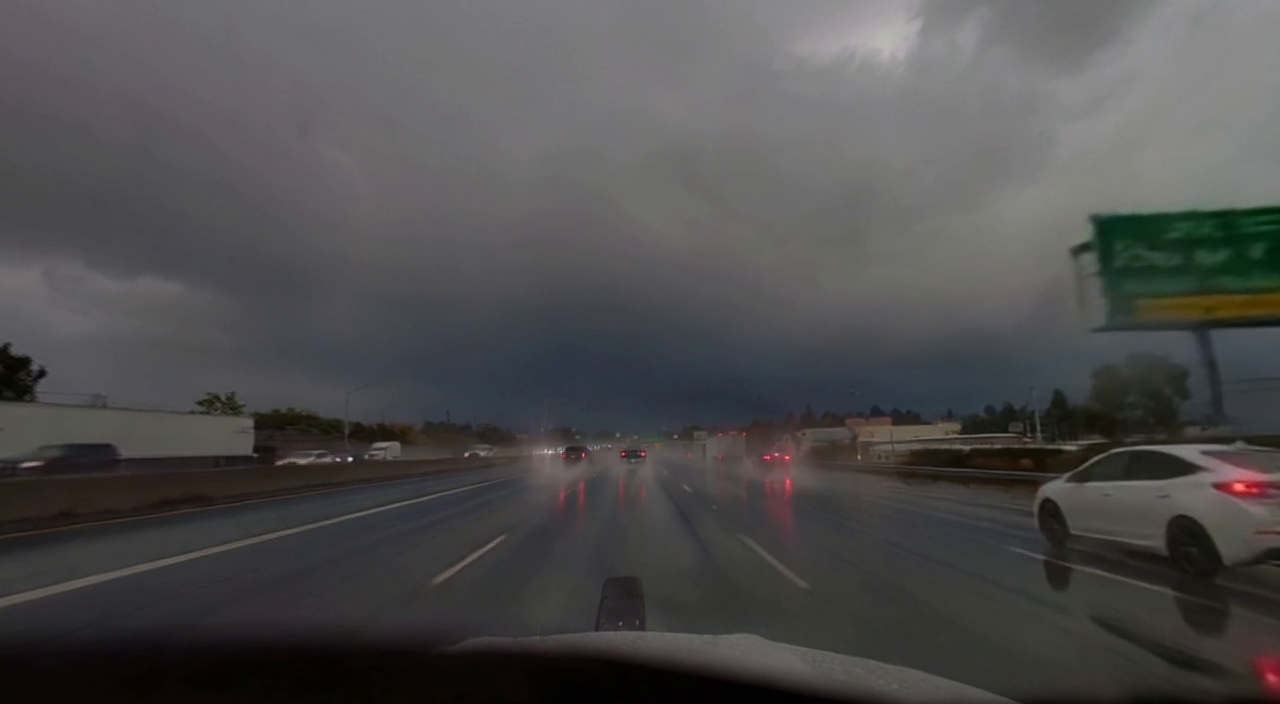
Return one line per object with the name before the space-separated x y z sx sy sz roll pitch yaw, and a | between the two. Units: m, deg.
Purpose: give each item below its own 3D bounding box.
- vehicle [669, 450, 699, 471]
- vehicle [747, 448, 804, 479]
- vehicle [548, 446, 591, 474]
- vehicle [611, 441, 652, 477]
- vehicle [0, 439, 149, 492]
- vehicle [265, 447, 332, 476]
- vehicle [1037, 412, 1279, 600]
vehicle | 3.074 7.662 44.712 1.816 1.353 3.809 0 -9 -1
vehicle | 6.810 5.632 32.196 1.879 1.428 4.402 0 -9 -1
vehicle | -4.307 6.663 39.354 2.126 1.631 4.643 0 -9 1
vehicle | -0.405 5.609 33.356 2.002 1.759 4.658 0 -9 0
vehicle | -17.881 3.539 20.000 1.687 1.511 3.610 0 -9 0
vehicle | -17.892 5.740 33.240 1.591 1.409 3.326 0 -9 0
vehicle | 6.700 1.570 6.903 1.944 1.666 4.184 0 -9 0
